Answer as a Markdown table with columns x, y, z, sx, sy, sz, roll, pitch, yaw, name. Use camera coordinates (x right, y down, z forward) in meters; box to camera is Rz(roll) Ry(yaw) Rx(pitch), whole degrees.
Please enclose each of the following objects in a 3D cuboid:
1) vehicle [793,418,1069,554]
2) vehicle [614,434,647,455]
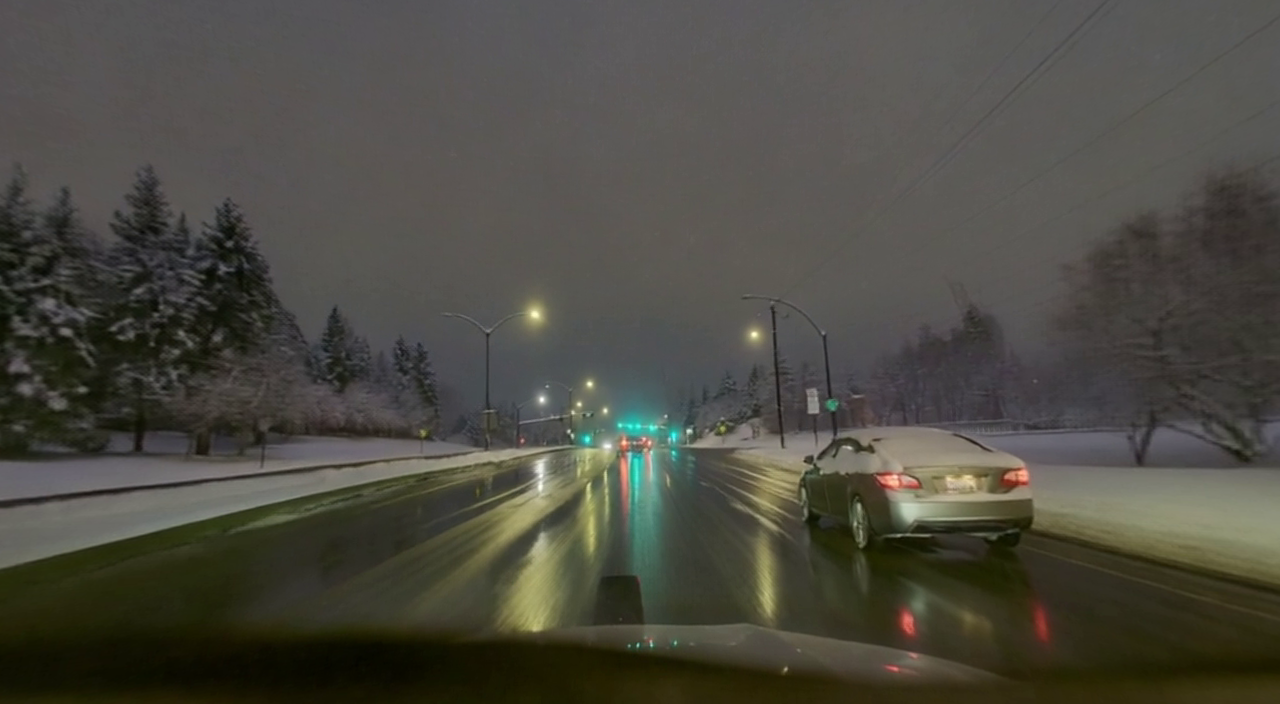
| x | y | z | sx | sy | sz | roll | pitch | yaw | name |
| --- | --- | --- | --- | --- | --- | --- | --- | --- | --- |
| 3.917 | 1.887 | 9.560 | 2.063 | 1.542 | 4.420 | 0 | -9 | 0 | vehicle |
| -0.738 | 6.875 | 46.711 | 2.055 | 1.484 | 4.143 | 1 | -9 | -6 | vehicle |
